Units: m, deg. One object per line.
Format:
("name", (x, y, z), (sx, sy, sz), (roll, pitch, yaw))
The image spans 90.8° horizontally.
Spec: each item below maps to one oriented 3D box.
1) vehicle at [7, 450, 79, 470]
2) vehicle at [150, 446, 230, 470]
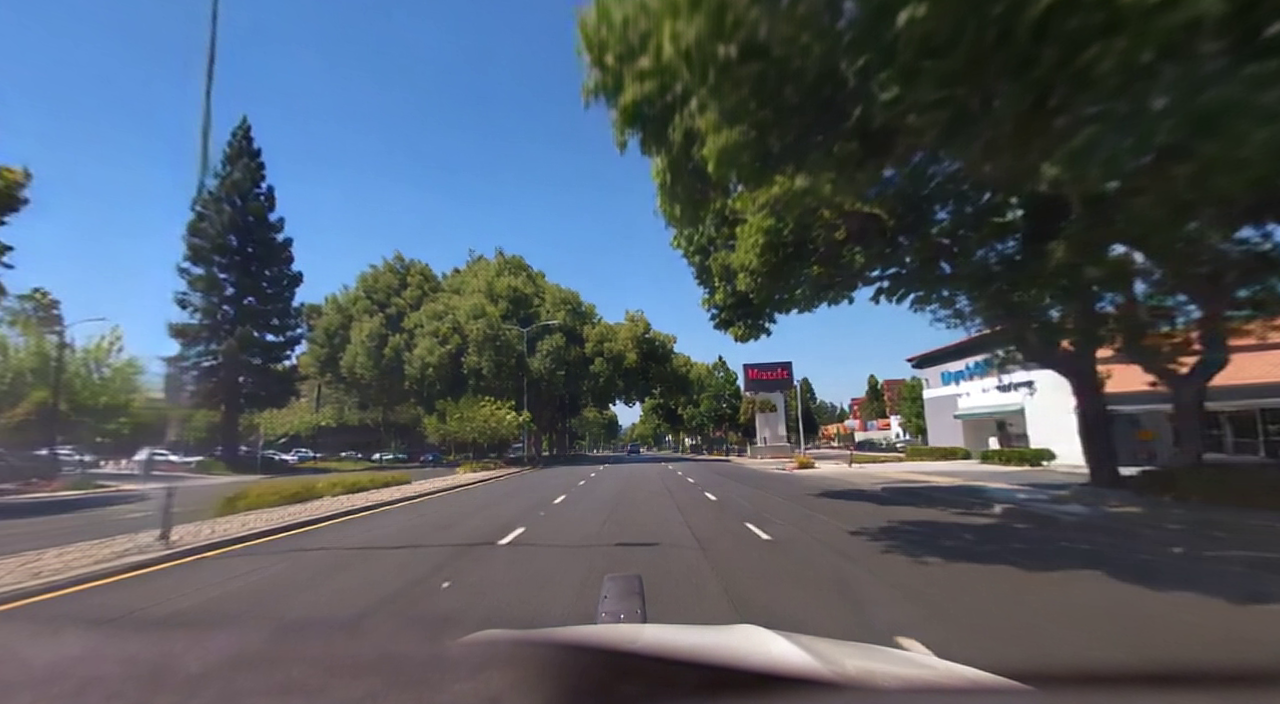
("vehicle", (-46.181, 8.333, 48.857), (4.434, 1.457, 1.939), (-3, -9, 17))
("vehicle", (-33.436, 7.883, 47.030), (4.359, 1.667, 1.914), (0, -8, -1))
